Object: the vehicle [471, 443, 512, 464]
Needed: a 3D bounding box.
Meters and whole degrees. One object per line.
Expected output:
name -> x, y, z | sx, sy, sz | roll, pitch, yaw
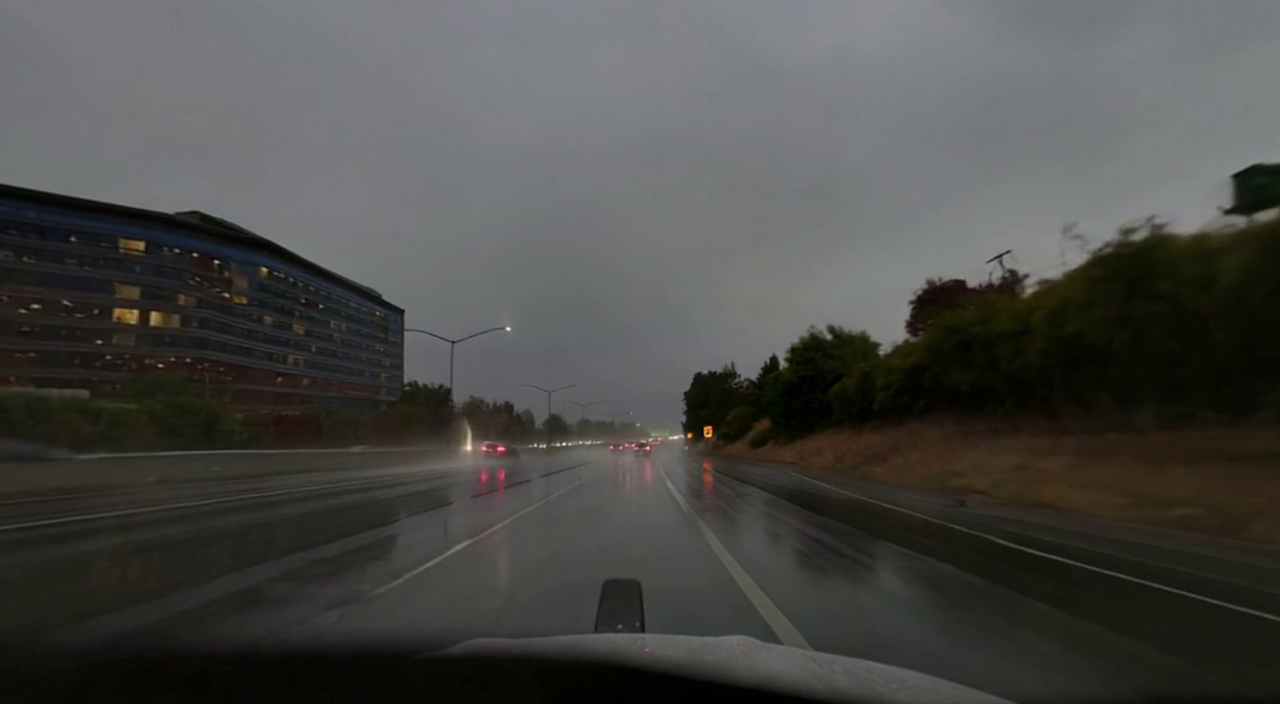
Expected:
vehicle -> -11.047, 7.538, 47.201 | 1.914, 1.440, 4.467 | 0, -8, 1
